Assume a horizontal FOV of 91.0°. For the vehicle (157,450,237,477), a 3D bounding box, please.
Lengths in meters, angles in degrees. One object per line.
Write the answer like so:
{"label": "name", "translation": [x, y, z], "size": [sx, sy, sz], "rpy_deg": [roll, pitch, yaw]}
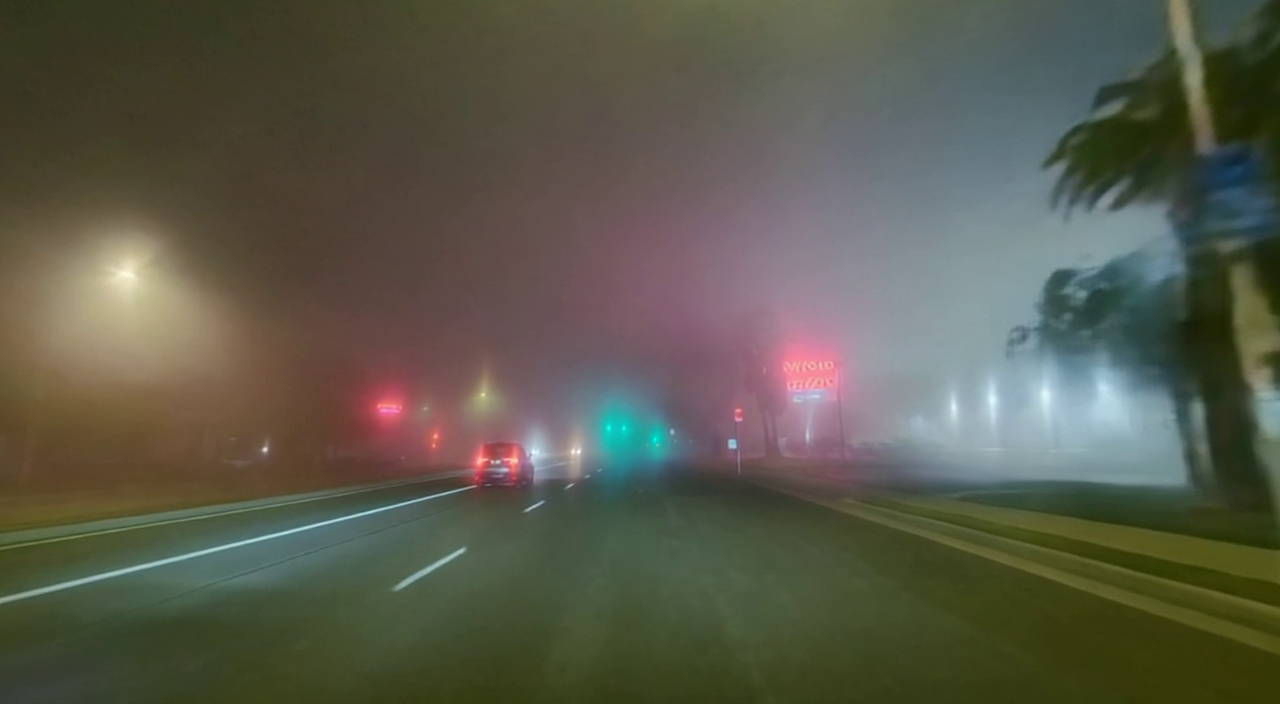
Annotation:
{"label": "vehicle", "translation": [-34.318, 8.623, 48.802], "size": [4.863, 1.903, 2.481], "rpy_deg": [-3, -9, 18]}

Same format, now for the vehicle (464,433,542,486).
{"label": "vehicle", "translation": [-5.214, 4.151, 24.585], "size": [2.136, 1.844, 4.363], "rpy_deg": [0, -8, -1]}
